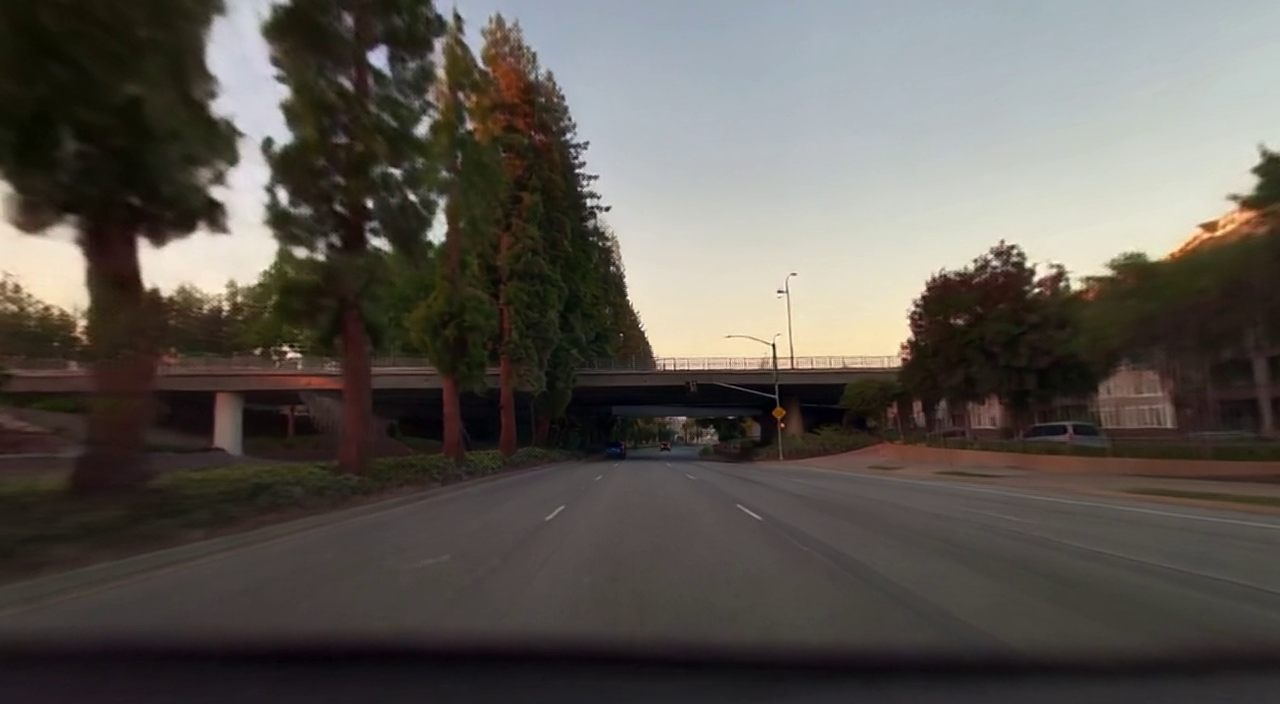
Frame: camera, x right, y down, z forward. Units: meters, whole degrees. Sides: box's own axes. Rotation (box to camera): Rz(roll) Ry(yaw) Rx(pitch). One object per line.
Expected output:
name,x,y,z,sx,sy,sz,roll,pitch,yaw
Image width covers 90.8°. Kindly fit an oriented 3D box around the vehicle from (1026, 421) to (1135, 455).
vehicle,19.857,3.893,28.580,3.688,1.489,1.667,1,-9,-4
